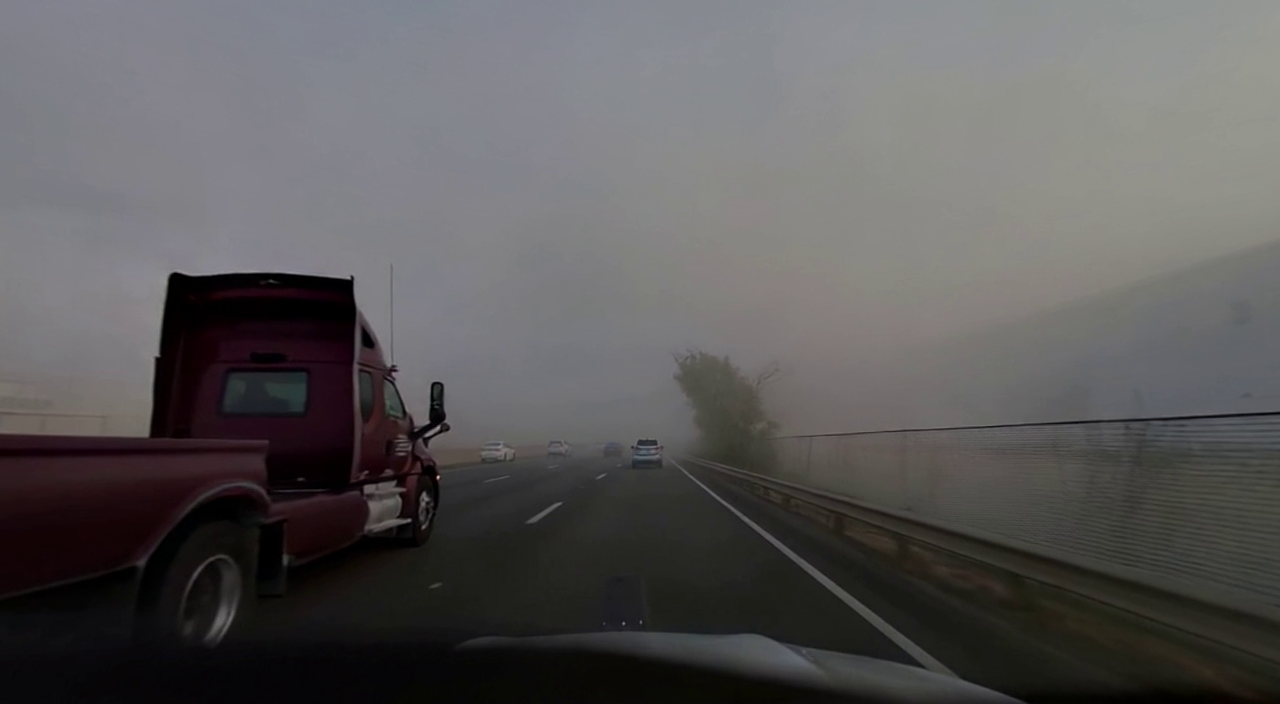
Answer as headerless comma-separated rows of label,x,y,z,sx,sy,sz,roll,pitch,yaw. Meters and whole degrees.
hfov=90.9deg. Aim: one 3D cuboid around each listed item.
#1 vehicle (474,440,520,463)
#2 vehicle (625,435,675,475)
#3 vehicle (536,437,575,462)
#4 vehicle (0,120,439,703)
vehicle,-10.058,7.034,44.856,1.910,1.501,5.004,-1,-8,2
vehicle,0.451,4.675,28.845,2.136,1.678,4.052,0,-8,1
vehicle,-6.222,7.243,47.054,2.105,1.790,4.689,0,-8,2
vehicle,-3.430,0.612,3.400,2.693,2.348,5.694,0,-8,1
